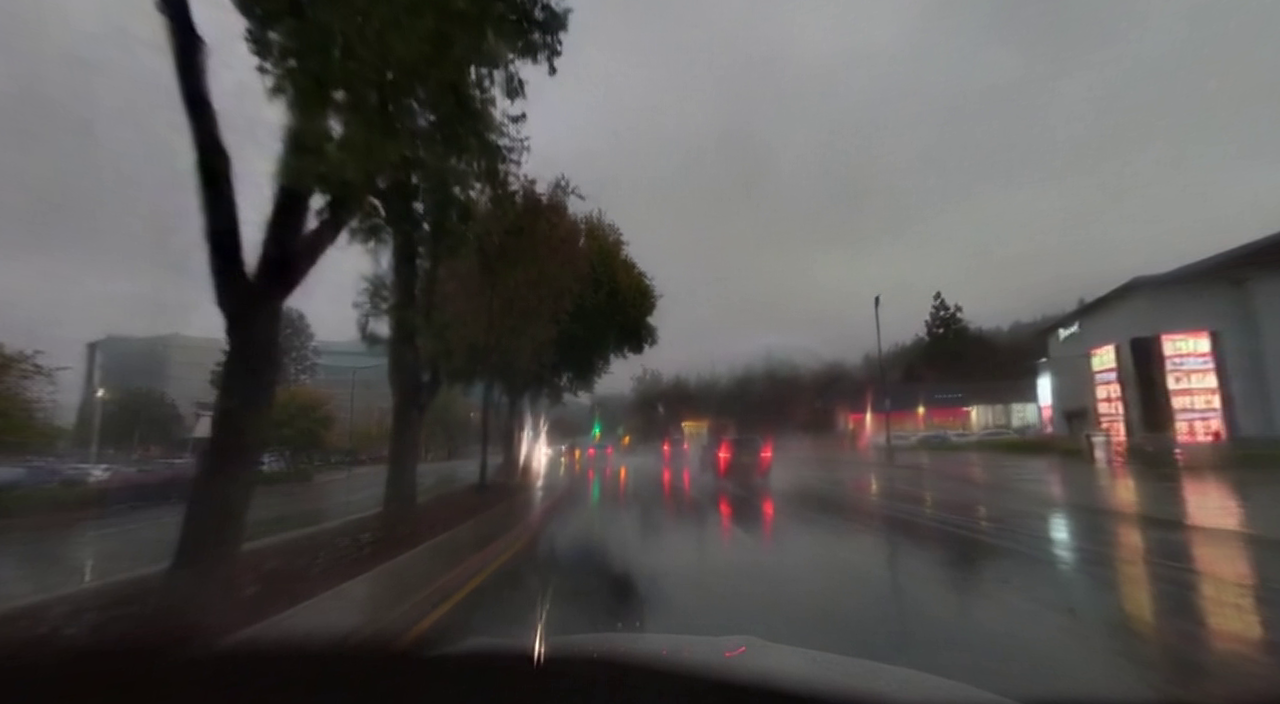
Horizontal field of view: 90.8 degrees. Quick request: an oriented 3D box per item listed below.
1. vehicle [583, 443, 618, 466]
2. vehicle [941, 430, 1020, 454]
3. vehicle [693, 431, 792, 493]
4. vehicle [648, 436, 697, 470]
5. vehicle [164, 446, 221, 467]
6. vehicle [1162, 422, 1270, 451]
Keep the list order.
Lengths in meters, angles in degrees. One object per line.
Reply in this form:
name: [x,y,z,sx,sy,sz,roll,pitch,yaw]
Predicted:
vehicle: [-2.794,7.130,44.033,2.068,1.512,3.987,1,-8,-8]
vehicle: [26.077,6.912,48.429,4.736,1.755,2.221,0,-8,-4]
vehicle: [2.888,3.203,18.745,1.966,1.596,3.980,0,-8,-4]
vehicle: [1.730,5.565,35.012,2.046,1.768,4.370,0,-8,-6]
vehicle: [-32.566,7.621,46.059,1.600,1.375,4.319,0,-9,-9]
vehicle: [32.525,4.785,35.755,4.032,1.560,2.059,0,-8,-1]
